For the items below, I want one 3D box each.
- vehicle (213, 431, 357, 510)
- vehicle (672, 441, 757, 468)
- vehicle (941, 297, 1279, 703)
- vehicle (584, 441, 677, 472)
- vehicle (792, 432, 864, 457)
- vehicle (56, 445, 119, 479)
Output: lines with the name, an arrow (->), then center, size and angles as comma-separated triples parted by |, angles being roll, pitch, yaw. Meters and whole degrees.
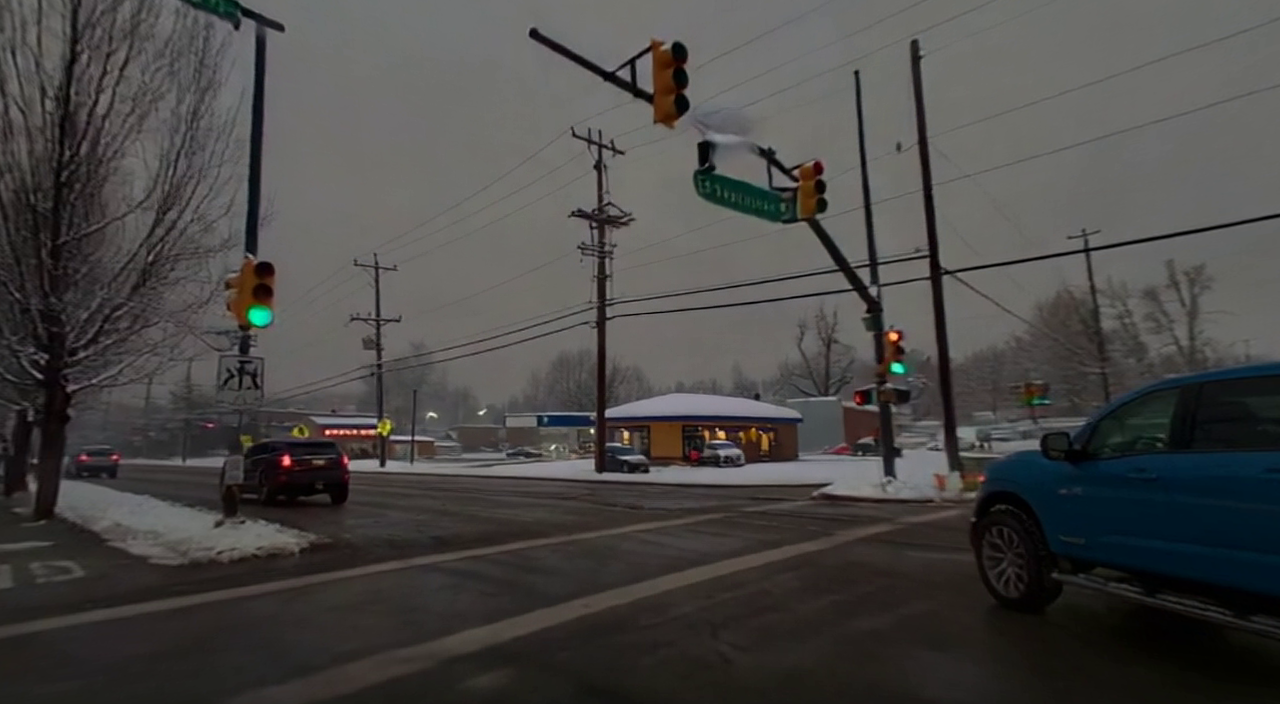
vehicle -> -9.935, 3.156, 17.448 | 2.141, 1.842, 4.889 | 8, -11, -44
vehicle -> 4.217, 5.792, 35.854 | 4.495, 1.399, 1.715 | 3, -9, -20
vehicle -> 3.564, 0.654, 2.155 | 2.036, 1.818, 5.192 | 1, -8, -6
vehicle -> -0.438, 5.485, 33.394 | 4.661, 1.480, 1.913 | 6, -10, -36
vehicle -> 13.804, 6.792, 46.426 | 4.669, 1.726, 1.883 | -7, -11, 42
vehicle -> -30.940, 6.089, 35.227 | 4.498, 1.725, 1.921 | -7, -11, 41
